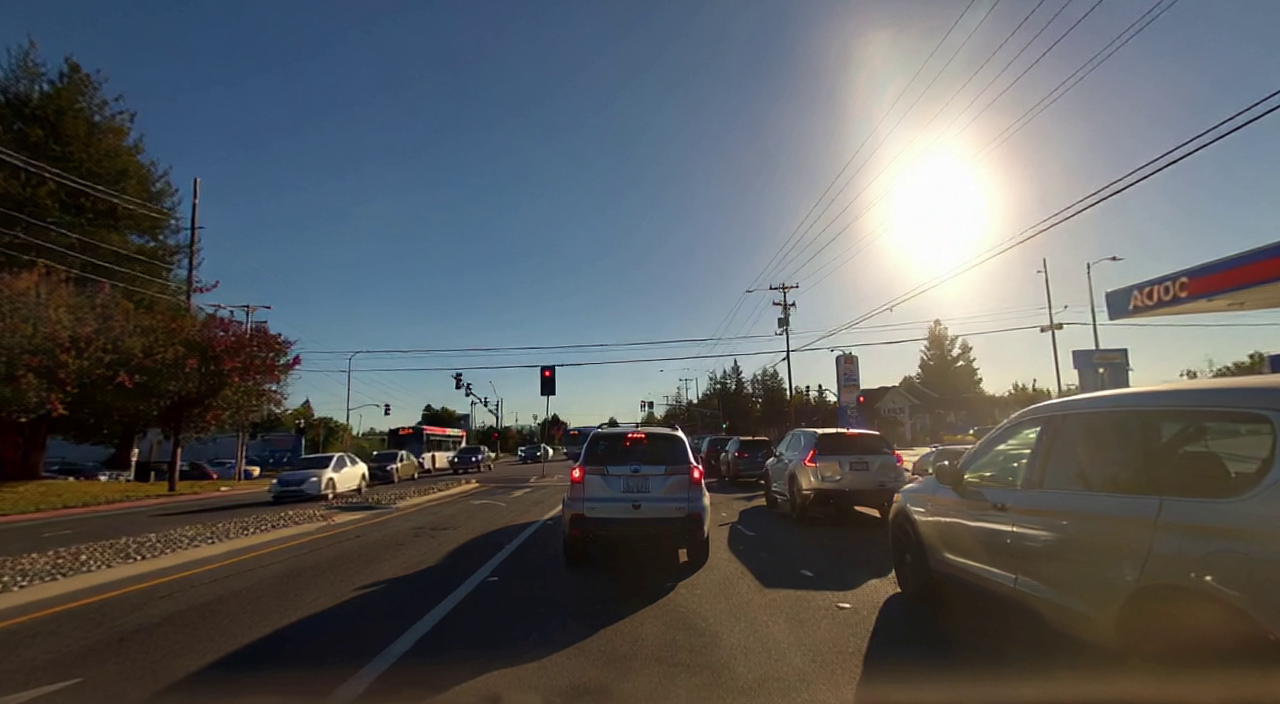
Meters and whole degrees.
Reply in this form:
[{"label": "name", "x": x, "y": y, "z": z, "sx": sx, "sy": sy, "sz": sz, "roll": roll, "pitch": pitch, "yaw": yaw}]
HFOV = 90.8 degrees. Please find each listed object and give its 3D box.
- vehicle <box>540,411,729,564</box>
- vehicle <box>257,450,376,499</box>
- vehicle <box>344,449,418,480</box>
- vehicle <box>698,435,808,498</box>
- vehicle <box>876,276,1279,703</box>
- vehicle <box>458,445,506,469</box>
[{"label": "vehicle", "x": -0.112, "y": 1.807, "z": 9.115, "sx": 2.087, "sy": 1.677, "sz": 4.053, "roll": 0, "pitch": -9, "yaw": -1}, {"label": "vehicle", "x": -10.431, "y": 3.957, "z": 20.738, "sx": 1.812, "sy": 1.403, "sz": 3.918, "roll": 0, "pitch": -9, "yaw": 0}, {"label": "vehicle", "x": -13.655, "y": 5.911, "z": 33.620, "sx": 1.967, "sy": 1.486, "sz": 4.701, "roll": 0, "pitch": -9, "yaw": -1}, {"label": "vehicle", "x": 2.883, "y": 3.043, "z": 17.194, "sx": 2.040, "sy": 1.481, "sz": 4.407, "roll": 0, "pitch": -9, "yaw": -2}, {"label": "vehicle", "x": 3.091, "y": 0.838, "z": 3.211, "sx": 2.049, "sy": 1.813, "sz": 4.245, "roll": 0, "pitch": -9, "yaw": -1}, {"label": "vehicle", "x": -10.714, "y": 7.122, "z": 43.141, "sx": 2.030, "sy": 1.498, "sz": 4.690, "roll": 0, "pitch": -9, "yaw": 0}]
